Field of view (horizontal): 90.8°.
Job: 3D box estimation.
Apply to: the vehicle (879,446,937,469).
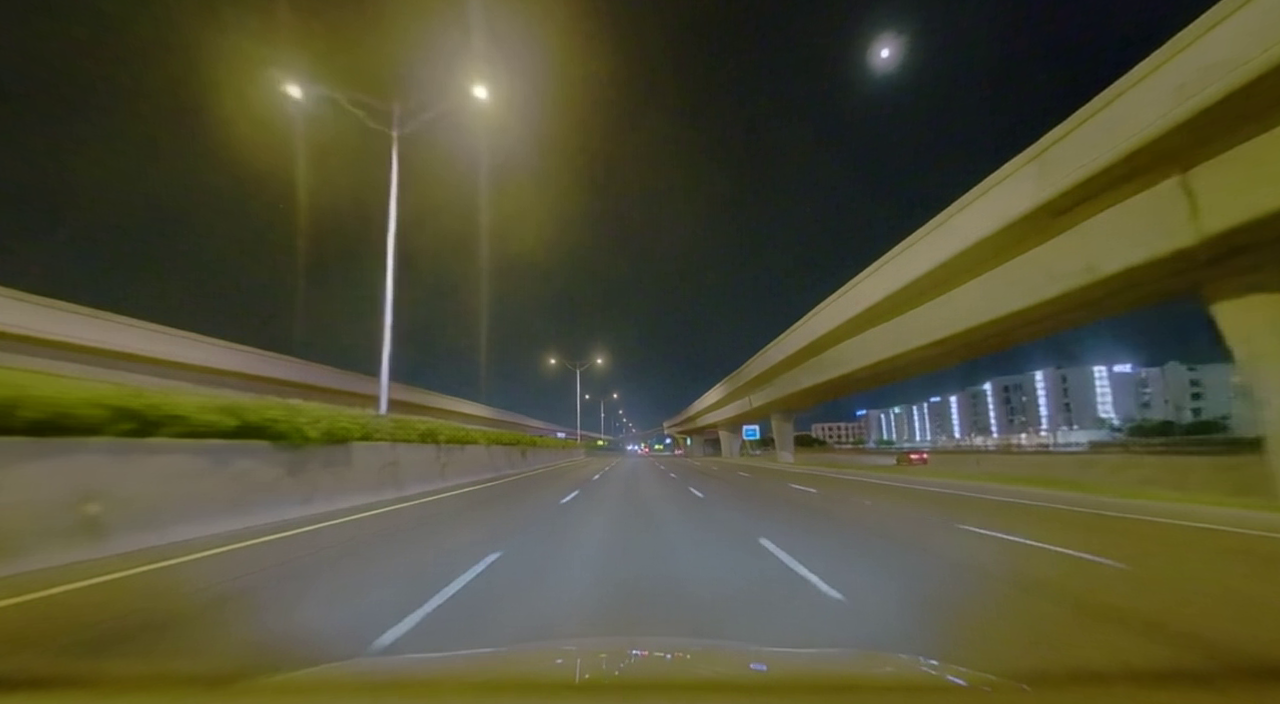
[{"bbox_3d":[18.646,7.345,44.209,2.059,1.457,4.537,-1,-9,0],"label":"vehicle"}]
